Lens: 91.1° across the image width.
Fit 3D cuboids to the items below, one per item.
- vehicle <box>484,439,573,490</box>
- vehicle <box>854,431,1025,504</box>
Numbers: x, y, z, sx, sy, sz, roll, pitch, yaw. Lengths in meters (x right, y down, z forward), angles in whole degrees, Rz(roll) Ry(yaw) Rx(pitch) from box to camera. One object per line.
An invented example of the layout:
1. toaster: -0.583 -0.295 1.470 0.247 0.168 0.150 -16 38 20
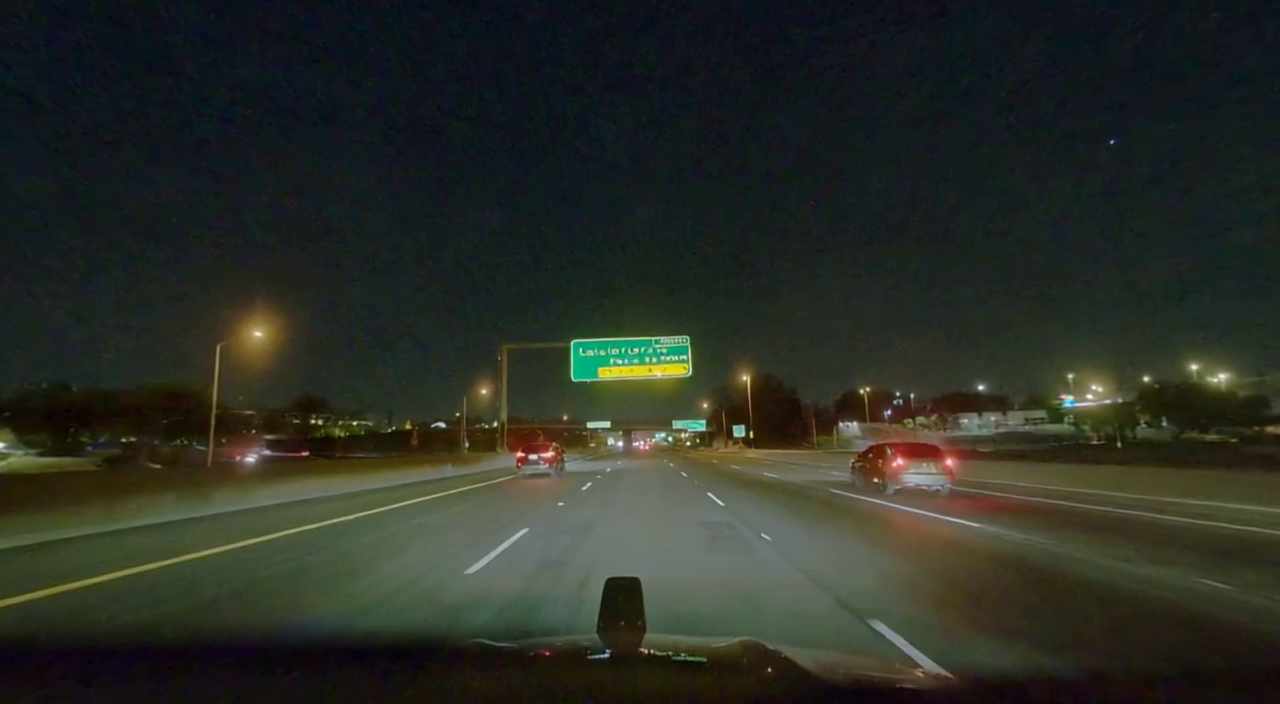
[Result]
1. vehicle: -3.653 3.792 21.528 2.055 1.533 4.604 0 -8 2
2. vehicle: 7.477 2.927 16.376 2.032 1.601 4.863 0 -8 0
